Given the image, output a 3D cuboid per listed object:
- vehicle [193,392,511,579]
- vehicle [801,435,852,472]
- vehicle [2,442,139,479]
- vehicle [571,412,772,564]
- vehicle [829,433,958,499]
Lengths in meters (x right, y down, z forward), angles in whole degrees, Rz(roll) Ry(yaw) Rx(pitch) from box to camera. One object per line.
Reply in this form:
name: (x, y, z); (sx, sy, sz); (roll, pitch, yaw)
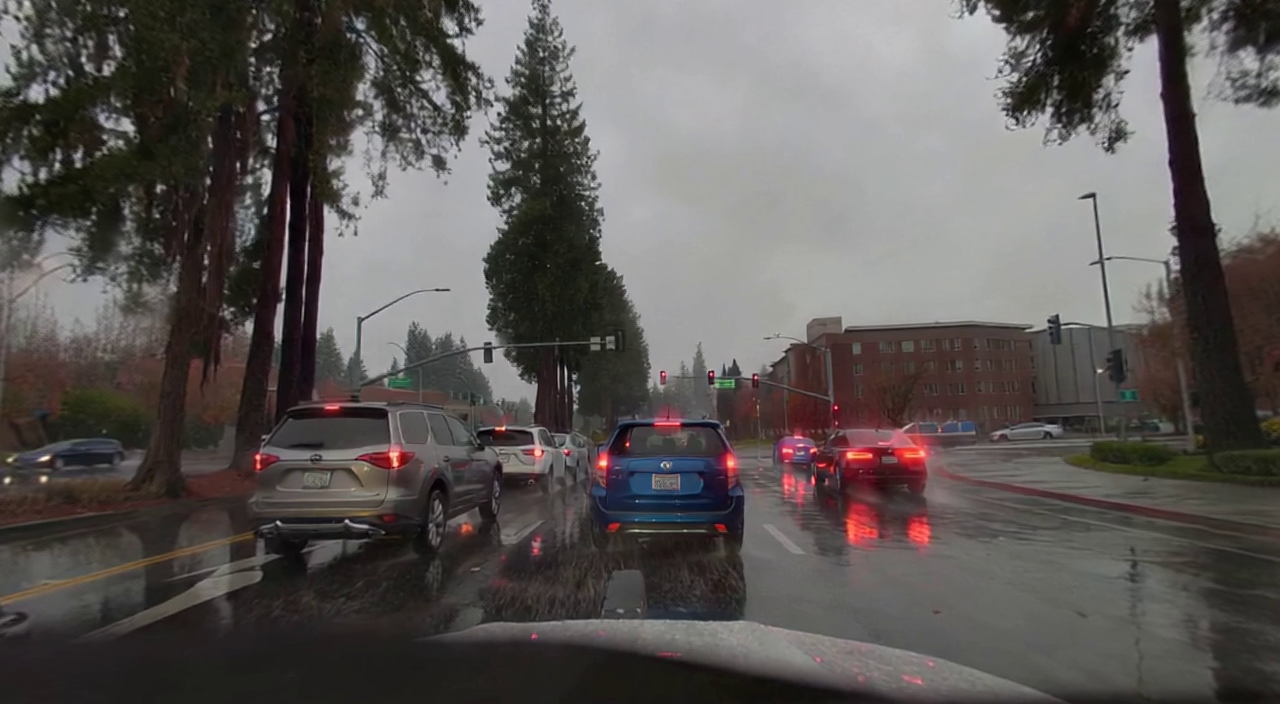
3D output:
vehicle: (-3.261, 1.620, 8.381); (2.085, 1.812, 4.388); (0, -8, 1)
vehicle: (8.997, 4.847, 30.213); (2.032, 1.621, 4.082); (-3, -9, 20)
vehicle: (-23.904, 4.539, 26.643); (1.966, 1.415, 4.084); (0, -8, 0)
vehicle: (0.371, 1.795, 9.038); (2.189, 1.649, 4.171); (0, -8, 1)
vehicle: (6.860, 3.111, 17.621); (2.067, 1.599, 4.251); (-1, -8, 4)
